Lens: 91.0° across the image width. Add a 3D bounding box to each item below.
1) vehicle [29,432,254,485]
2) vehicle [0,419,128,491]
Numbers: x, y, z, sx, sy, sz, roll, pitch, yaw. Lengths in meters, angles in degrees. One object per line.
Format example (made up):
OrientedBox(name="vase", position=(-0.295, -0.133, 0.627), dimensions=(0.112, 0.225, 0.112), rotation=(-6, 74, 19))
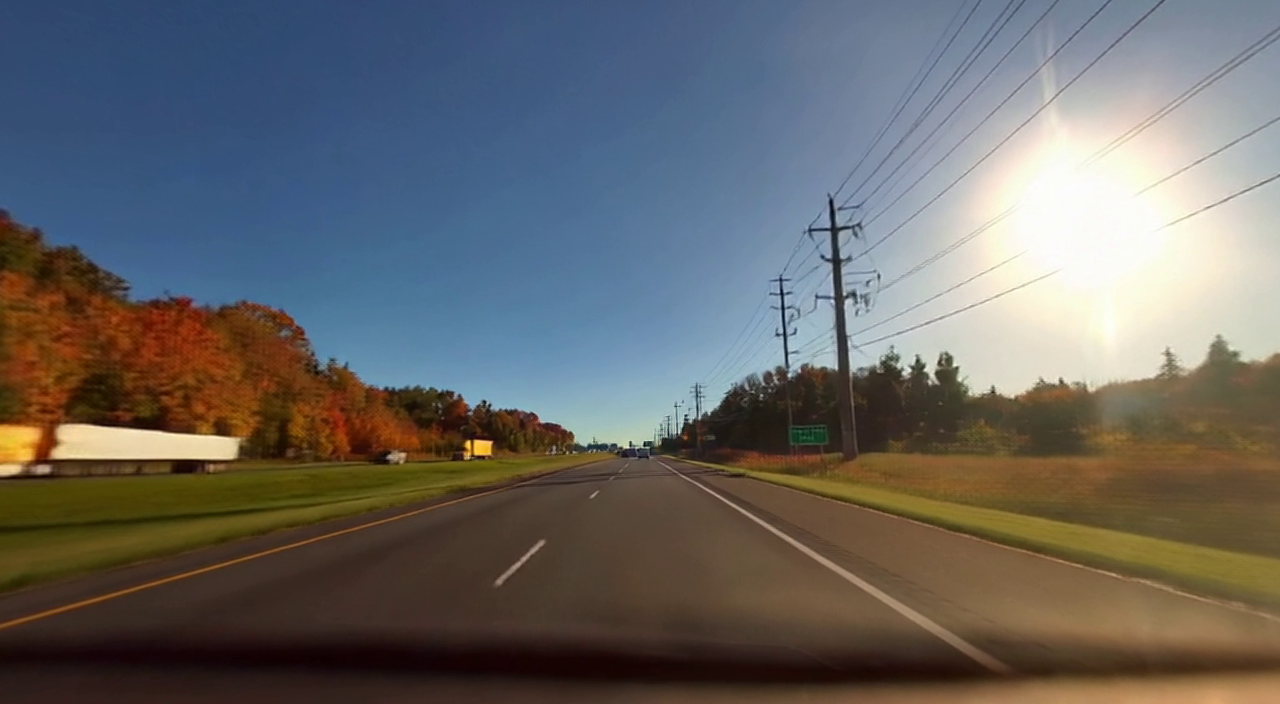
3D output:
OrientedBox(name="vehicle", position=(-31.944, 6.991, 42.052), dimensions=(2.766, 2.849, 15.052), rotation=(0, -9, 1))
OrientedBox(name="vehicle", position=(-31.994, 5.353, 33.001), dimensions=(3.034, 3.377, 8.451), rotation=(0, -9, 0))
